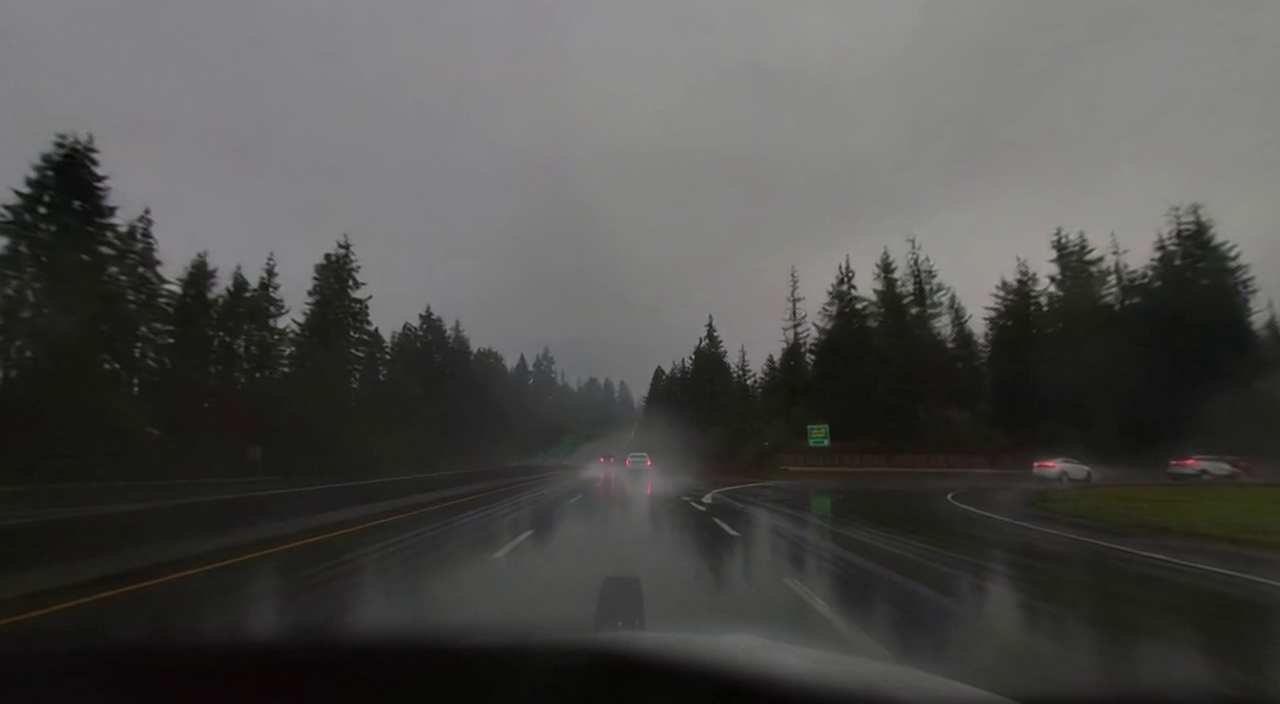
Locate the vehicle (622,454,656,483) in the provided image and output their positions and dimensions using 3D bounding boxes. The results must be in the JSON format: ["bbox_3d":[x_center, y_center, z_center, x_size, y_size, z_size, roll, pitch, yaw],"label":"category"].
[{"bbox_3d":[-0.085,7.454,40.374,2.130,1.684,3.826,0,-9,-1],"label":"vehicle"}]

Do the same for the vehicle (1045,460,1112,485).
[{"bbox_3d":[32.347,8.853,46.406,4.341,1.658,1.965,4,-9,-23],"label":"vehicle"}]
